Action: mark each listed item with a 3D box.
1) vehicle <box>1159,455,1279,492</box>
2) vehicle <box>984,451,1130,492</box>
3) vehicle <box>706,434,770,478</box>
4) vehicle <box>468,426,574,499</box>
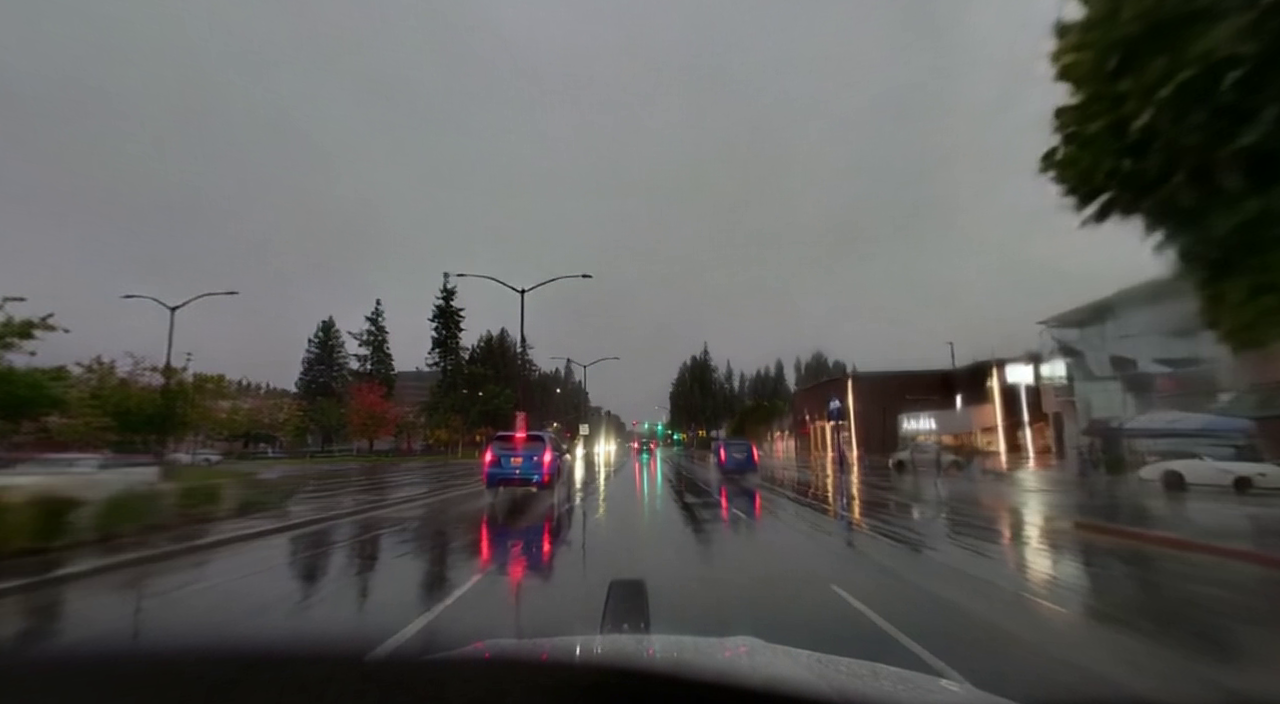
[{"bbox_3d":[28.844,6.006,31.313,4.338,1.704,1.920,-1,-8,1],"label":"vehicle"},{"bbox_3d":[16.680,4.780,25.387,4.479,1.445,1.946,-1,-8,-1],"label":"vehicle"},{"bbox_3d":[4.296,4.632,28.388,2.083,1.779,4.347,0,-8,-1],"label":"vehicle"},{"bbox_3d":[-3.191,3.066,17.933,2.047,1.810,4.414,0,-8,1],"label":"vehicle"}]
